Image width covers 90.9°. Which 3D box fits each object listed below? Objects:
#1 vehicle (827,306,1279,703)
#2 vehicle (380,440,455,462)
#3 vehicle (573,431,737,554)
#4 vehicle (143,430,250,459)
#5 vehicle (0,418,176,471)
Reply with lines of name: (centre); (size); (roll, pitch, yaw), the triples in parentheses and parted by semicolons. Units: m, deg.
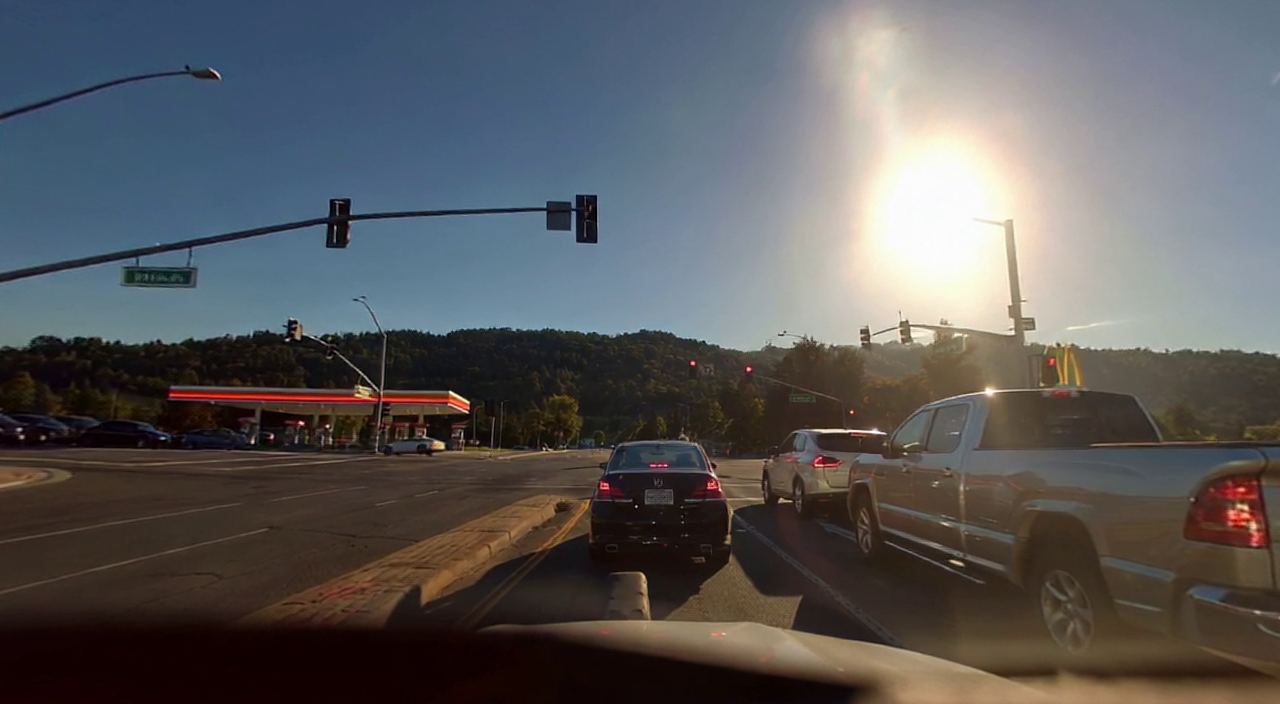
vehicle: (3.536, 1.150, 4.918); (2.277, 1.871, 6.143); (0, -8, 0)
vehicle: (-15.760, 6.980, 44.766); (4.528, 1.460, 1.963); (7, -11, -40)
vehicle: (0.191, 2.028, 9.784); (2.027, 1.494, 3.824); (0, -8, 0)
vehicle: (-23.233, 4.869, 33.160); (4.326, 1.420, 1.798); (-1, -8, 4)
vehicle: (-19.221, 3.200, 21.819); (4.742, 1.720, 2.107); (-1, -8, 6)
